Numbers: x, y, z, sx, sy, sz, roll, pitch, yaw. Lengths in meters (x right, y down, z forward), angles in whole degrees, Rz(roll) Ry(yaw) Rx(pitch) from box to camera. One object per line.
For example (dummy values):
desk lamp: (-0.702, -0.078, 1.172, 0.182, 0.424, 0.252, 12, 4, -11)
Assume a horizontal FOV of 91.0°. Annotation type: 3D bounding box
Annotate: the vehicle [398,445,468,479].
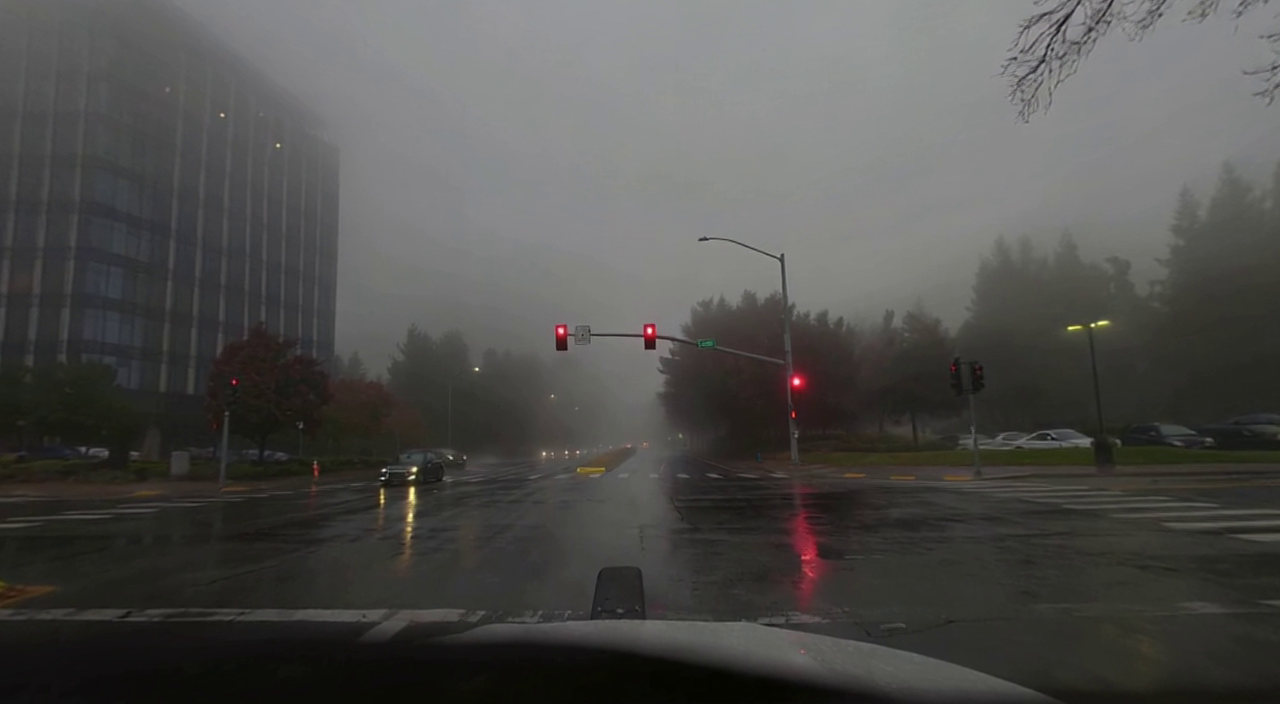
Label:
vehicle: (-11.605, 6.210, 35.758, 2.069, 1.771, 4.947, 0, -9, 3)
